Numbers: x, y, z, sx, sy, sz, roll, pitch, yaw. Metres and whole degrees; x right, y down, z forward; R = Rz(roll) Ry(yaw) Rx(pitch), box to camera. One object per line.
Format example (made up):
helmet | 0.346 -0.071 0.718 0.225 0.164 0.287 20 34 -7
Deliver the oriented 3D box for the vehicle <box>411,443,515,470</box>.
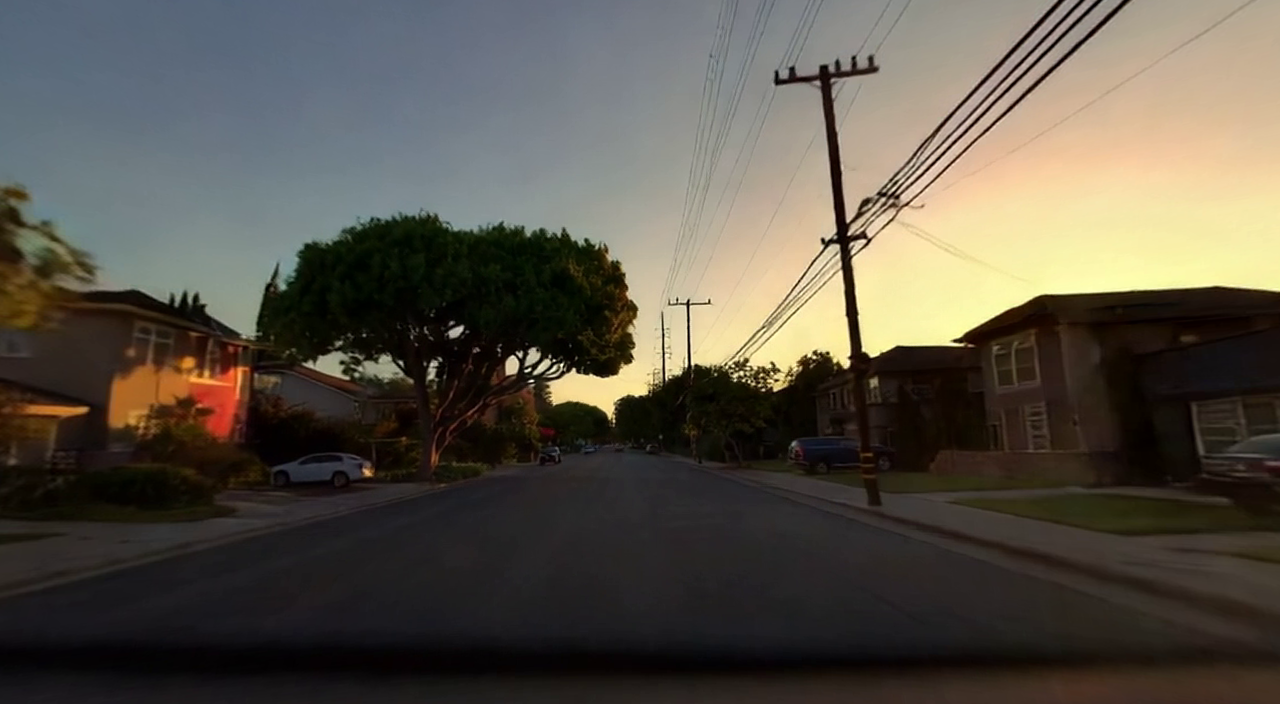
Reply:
vehicle | -12.494 7.413 45.016 6.619 1.759 2.632 0 -8 -3

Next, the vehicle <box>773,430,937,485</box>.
vehicle | 8.854 4.358 26.445 5.890 1.896 2.459 -2 -7 -2

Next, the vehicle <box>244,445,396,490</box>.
vehicle | -11.356 4.116 22.717 4.371 1.482 1.954 0 -9 -3
